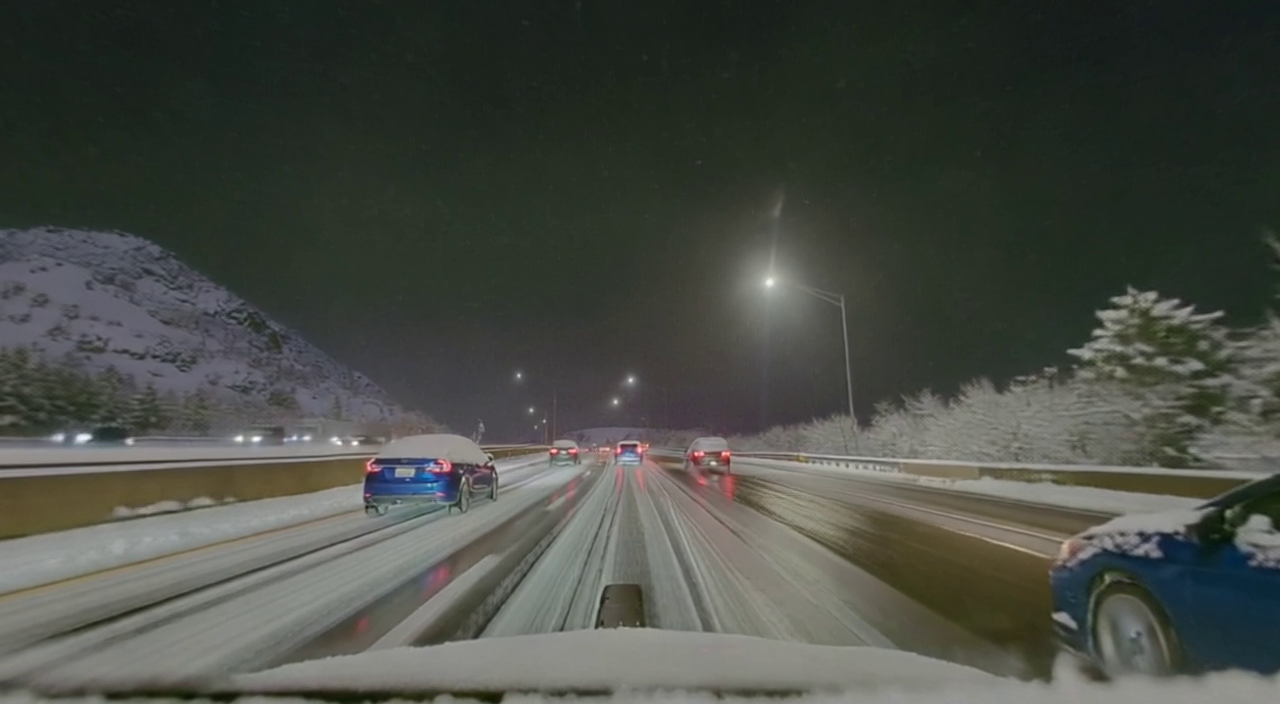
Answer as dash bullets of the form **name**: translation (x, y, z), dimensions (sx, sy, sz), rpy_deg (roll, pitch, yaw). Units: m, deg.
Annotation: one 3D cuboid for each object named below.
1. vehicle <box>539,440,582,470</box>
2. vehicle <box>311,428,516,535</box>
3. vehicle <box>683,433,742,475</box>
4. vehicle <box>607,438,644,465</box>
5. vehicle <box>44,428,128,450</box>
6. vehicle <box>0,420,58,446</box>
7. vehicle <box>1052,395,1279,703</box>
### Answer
- **vehicle**: translation (-4.132, 5.398, 33.237), dimensions (1.796, 1.464, 3.839), rpy_deg (0, -9, 0)
- **vehicle**: translation (-3.679, 2.175, 11.196), dimensions (1.993, 1.500, 4.248), rpy_deg (0, -9, 1)
- **vehicle**: translation (3.398, 4.897, 30.458), dimensions (2.222, 1.820, 4.733), rpy_deg (0, -9, 0)
- **vehicle**: translation (-0.880, 6.250, 39.520), dimensions (2.147, 1.572, 4.094), rpy_deg (0, -9, 0)
- **vehicle**: translation (-39.419, 6.231, 44.948), dimensions (1.790, 1.511, 4.734), rpy_deg (1, -8, -2)
- **vehicle**: translation (-43.664, 5.609, 43.541), dimensions (1.931, 1.703, 5.272), rpy_deg (1, -8, -2)
- **vehicle**: translation (3.445, 0.759, 1.224), dimensions (2.136, 1.511, 4.706), rpy_deg (0, -9, 1)
